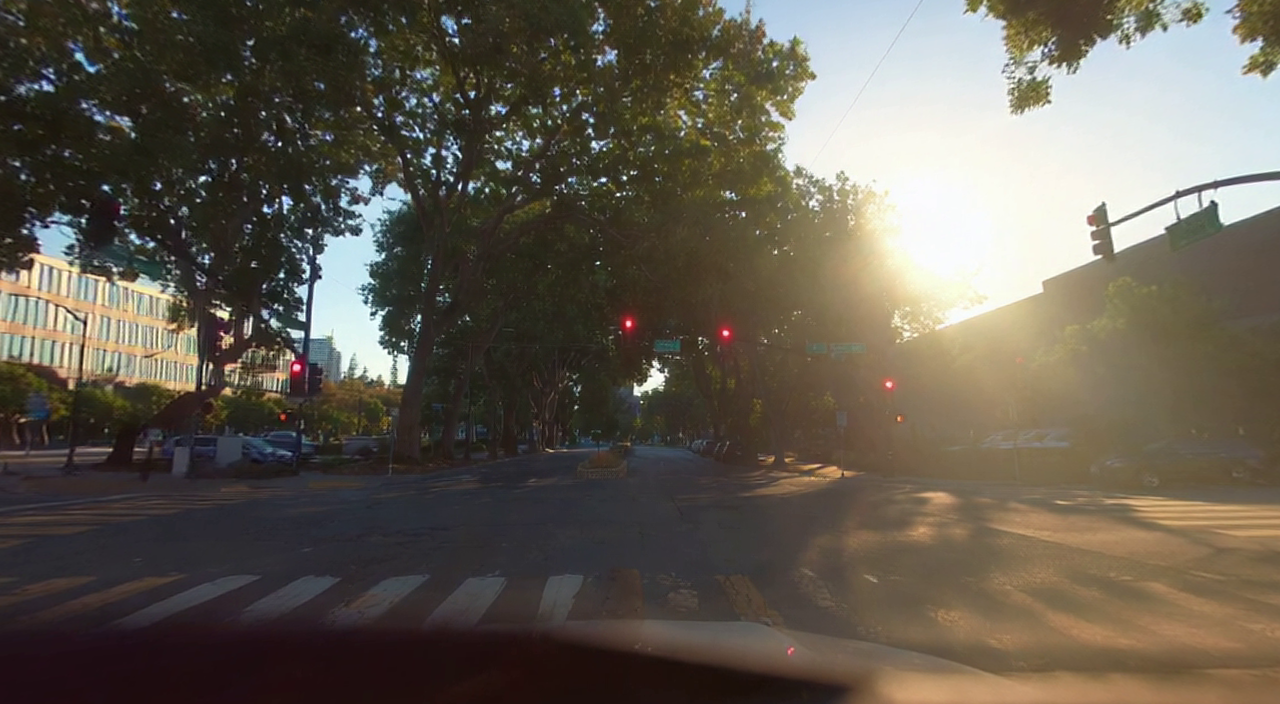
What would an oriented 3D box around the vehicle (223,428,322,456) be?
[{"bbox_3d":[-22.406,5.513,38.690,4.765,1.593,1.891,1,-9,-8],"label":"vehicle"}]
